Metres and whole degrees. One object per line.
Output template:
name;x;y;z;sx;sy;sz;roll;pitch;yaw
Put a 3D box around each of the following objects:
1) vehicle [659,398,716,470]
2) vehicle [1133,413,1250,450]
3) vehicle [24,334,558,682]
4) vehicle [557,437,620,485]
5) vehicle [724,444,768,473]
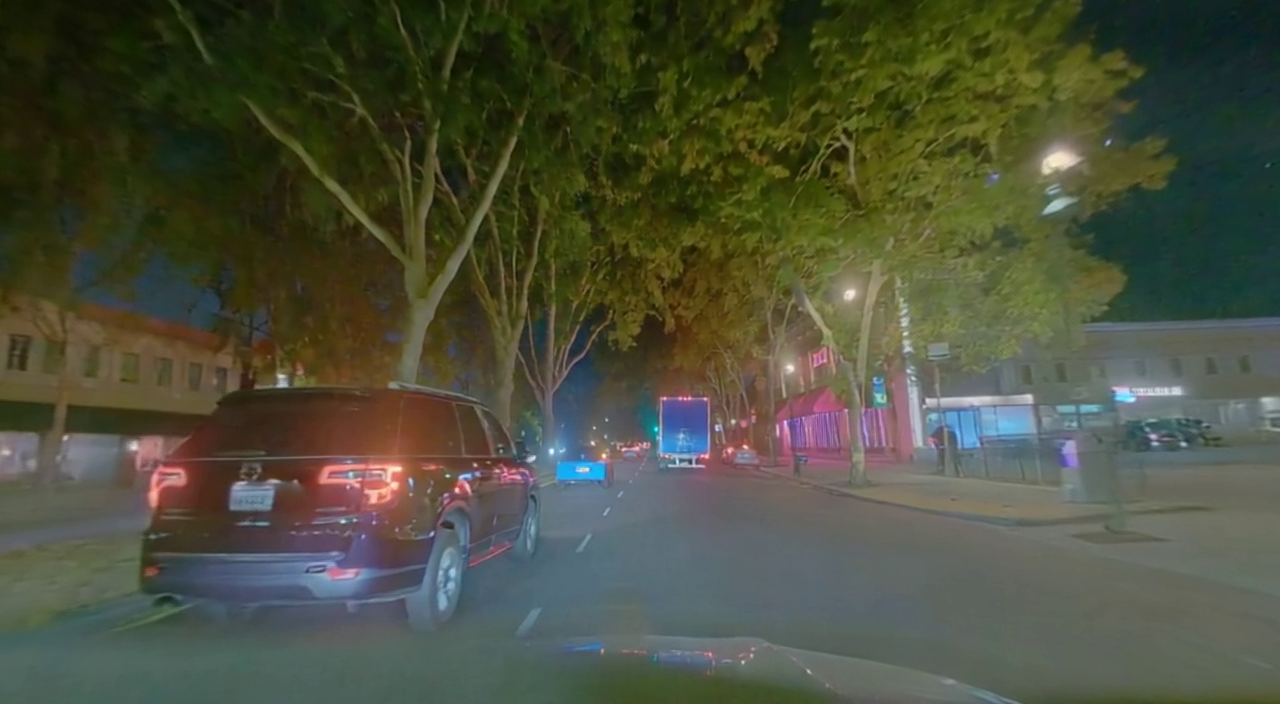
vehicle;2.990;5.782;43.744;3.007;4.206;12.913;0;-8;1
vehicle;29.590;4.345;34.145;2.007;1.869;4.771;0;-8;2
vehicle;-2.399;1.268;6.243;2.293;2.036;4.853;-1;-9;3
vehicle;-1.957;4.346;25.489;2.040;1.711;4.475;0;-8;2
vehicle;6.065;6.130;36.608;1.929;1.522;4.158;-1;-9;2
